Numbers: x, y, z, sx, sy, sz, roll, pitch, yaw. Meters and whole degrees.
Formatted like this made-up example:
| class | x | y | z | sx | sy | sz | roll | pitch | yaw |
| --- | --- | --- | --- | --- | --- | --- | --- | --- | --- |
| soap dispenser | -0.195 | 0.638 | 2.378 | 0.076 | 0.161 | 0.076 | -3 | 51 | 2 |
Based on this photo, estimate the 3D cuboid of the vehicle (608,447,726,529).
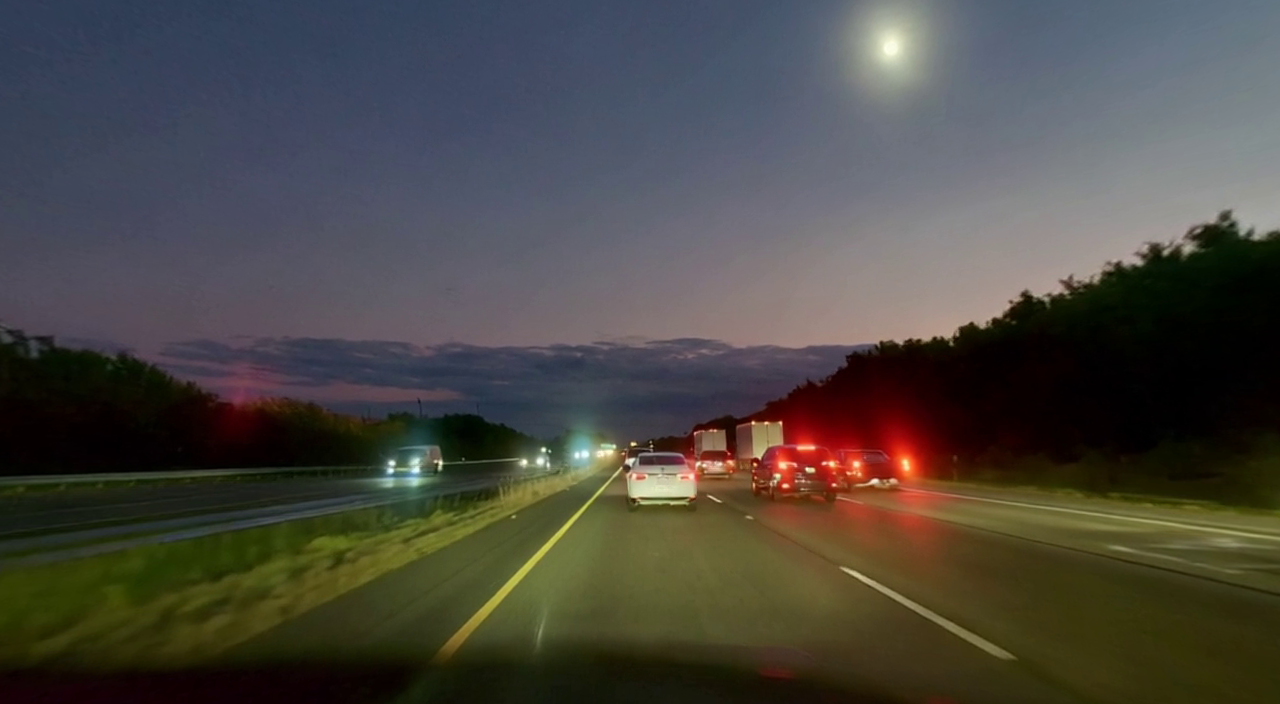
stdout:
| class | x | y | z | sx | sy | sz | roll | pitch | yaw |
| --- | --- | --- | --- | --- | --- | --- | --- | --- | --- |
| vehicle | 0.429 | 2.711 | 13.104 | 2.094 | 1.426 | 3.725 | 0 | -9 | -1 |

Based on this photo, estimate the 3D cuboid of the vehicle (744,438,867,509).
| class | x | y | z | sx | sy | sz | roll | pitch | yaw |
| --- | --- | --- | --- | --- | --- | --- | --- | --- | --- |
| vehicle | 4.319 | 3.242 | 17.329 | 1.998 | 1.657 | 4.604 | 0 | -9 | -2 |

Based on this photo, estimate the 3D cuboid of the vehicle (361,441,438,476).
| class | x | y | z | sx | sy | sz | roll | pitch | yaw |
| --- | --- | --- | --- | --- | --- | --- | --- | --- | --- |
| vehicle | -12.361 | 5.507 | 32.776 | 2.039 | 1.666 | 5.002 | 0 | -9 | -1 |
